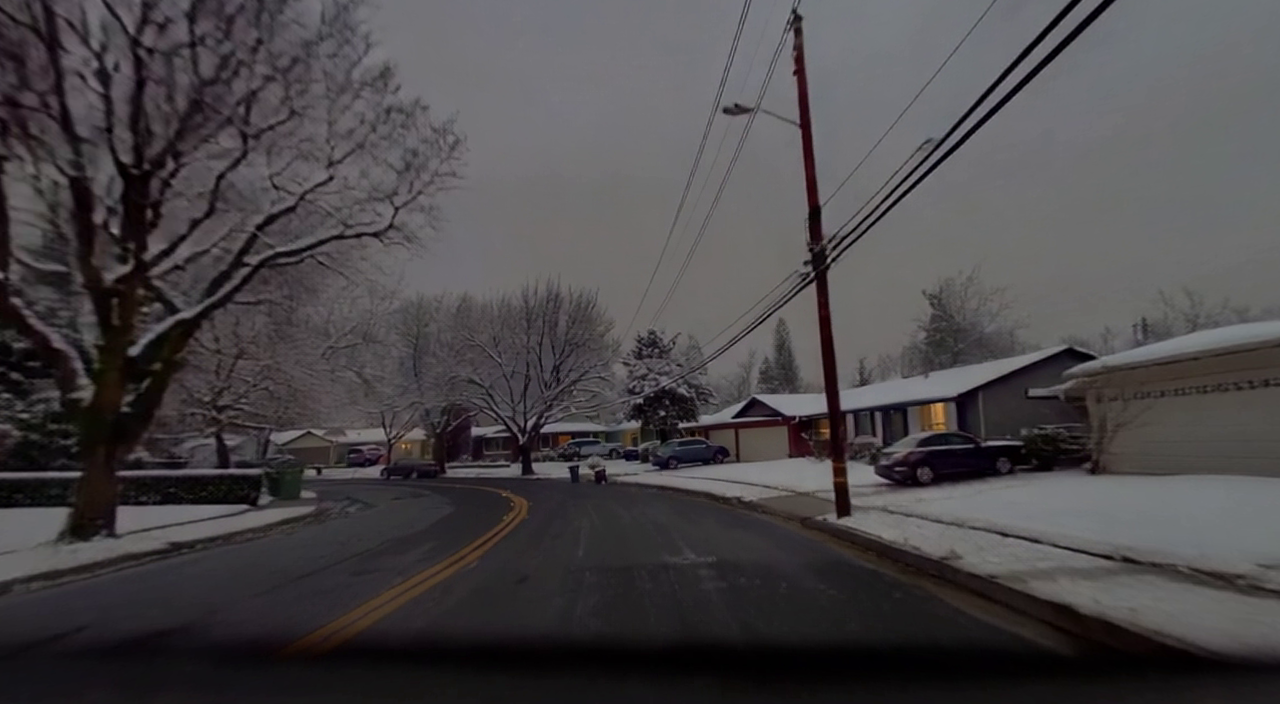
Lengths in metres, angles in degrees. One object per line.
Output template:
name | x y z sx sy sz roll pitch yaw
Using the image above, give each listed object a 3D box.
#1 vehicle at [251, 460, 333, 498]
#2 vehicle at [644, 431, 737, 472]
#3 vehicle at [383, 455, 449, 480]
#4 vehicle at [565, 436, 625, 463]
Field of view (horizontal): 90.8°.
vehicle | -17.232 6.216 31.257 3.897 1.493 1.942 -4 -7 34
vehicle | 2.685 5.239 33.418 4.459 1.738 1.930 -1 -8 -28
vehicle | -14.651 7.510 41.238 4.019 1.484 1.978 -6 -10 33
vehicle | -3.213 7.059 45.783 2.043 1.819 4.476 -6 -10 33
